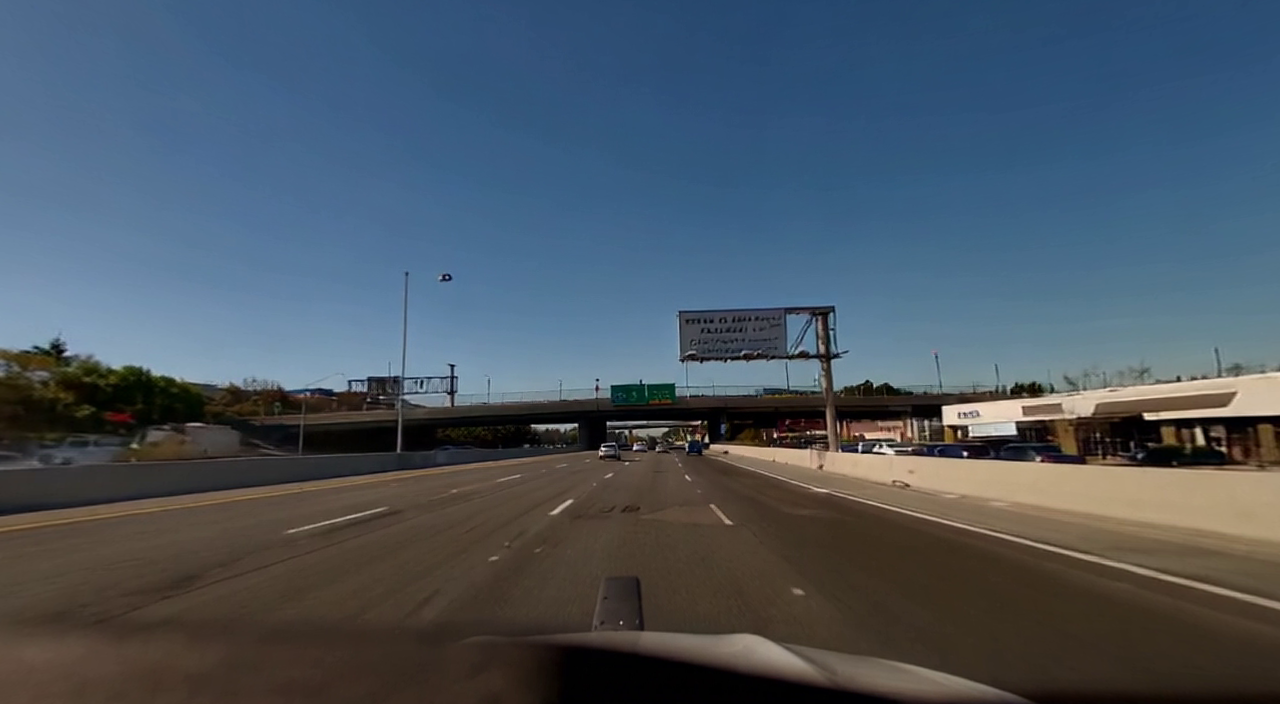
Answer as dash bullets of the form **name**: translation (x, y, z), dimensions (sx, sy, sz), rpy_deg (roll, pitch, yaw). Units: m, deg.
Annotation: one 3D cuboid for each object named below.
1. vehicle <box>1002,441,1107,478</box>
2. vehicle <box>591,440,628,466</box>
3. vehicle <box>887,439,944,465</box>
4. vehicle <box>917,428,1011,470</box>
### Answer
- **vehicle**: translation (18.088, 4.695, 27.845), dimensions (1.796, 1.470, 4.352), rpy_deg (0, -8, 2)
- **vehicle**: translation (-1.863, 6.409, 40.288), dimensions (1.982, 1.516, 4.327), rpy_deg (0, -8, 2)
- **vehicle**: translation (18.803, 6.831, 43.351), dimensions (1.889, 1.648, 5.173), rpy_deg (-1, -8, 4)
- **vehicle**: translation (18.377, 5.552, 36.267), dimensions (2.367, 2.187, 5.862), rpy_deg (0, -8, 1)
